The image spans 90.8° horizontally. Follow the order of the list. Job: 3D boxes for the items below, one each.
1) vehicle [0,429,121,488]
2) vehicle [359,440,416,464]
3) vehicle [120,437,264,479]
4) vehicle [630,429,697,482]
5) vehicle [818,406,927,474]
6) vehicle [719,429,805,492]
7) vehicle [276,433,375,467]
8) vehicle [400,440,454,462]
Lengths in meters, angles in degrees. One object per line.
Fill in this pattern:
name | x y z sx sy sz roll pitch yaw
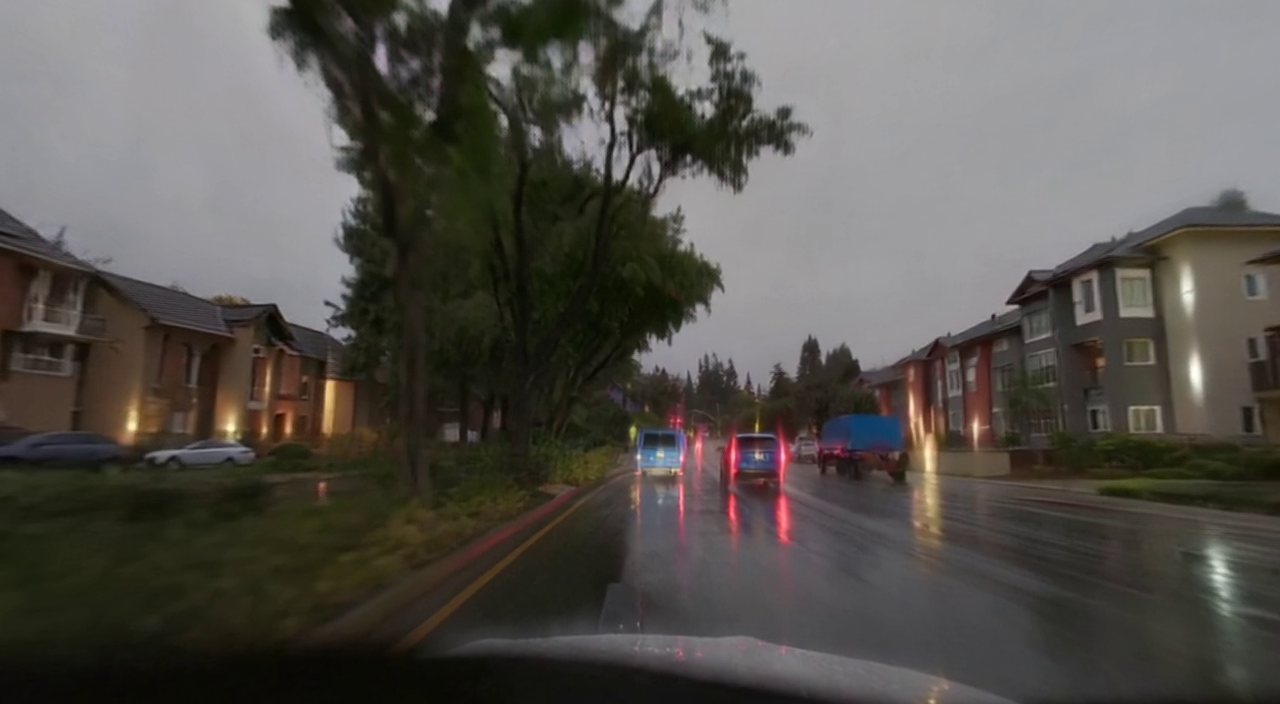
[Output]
vehicle | -18.684 3.204 19.062 2.010 1.609 4.549 -1 -9 2
vehicle | -17.045 6.828 42.937 1.845 1.512 4.316 -2 -10 4
vehicle | -18.008 4.334 25.770 2.008 1.487 5.078 -2 -10 2
vehicle | 0.964 4.041 24.923 2.345 1.841 5.032 0 -9 3
vehicle | 12.220 4.783 34.045 3.705 3.221 6.779 -1 -9 5
vehicle | 3.835 3.495 20.678 2.033 1.823 4.409 0 -9 1
vehicle | -17.609 5.619 35.818 2.272 1.746 5.914 -1 -11 4
vehicle | -16.362 7.678 48.783 1.951 1.513 5.107 -3 -10 6
